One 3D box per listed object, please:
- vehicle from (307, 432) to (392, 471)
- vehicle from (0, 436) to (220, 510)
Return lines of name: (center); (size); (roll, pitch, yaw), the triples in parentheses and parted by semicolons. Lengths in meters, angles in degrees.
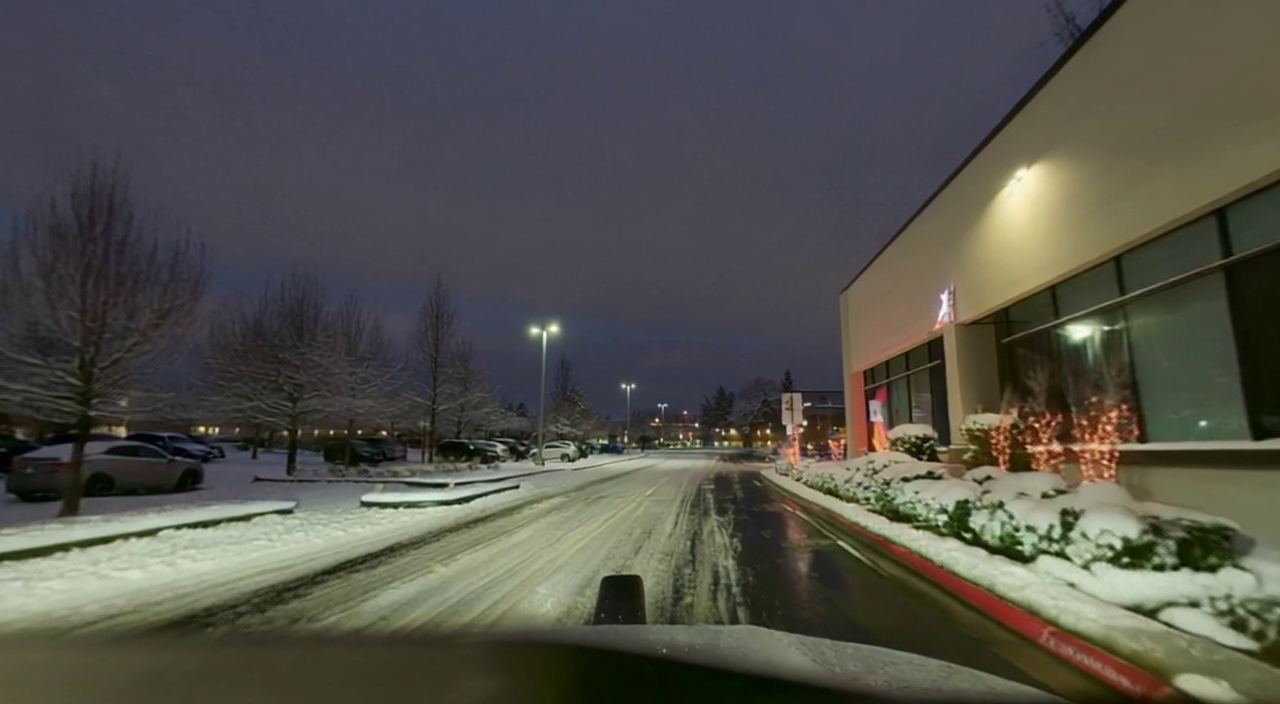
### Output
vehicle: (-15.640, 5.390, 34.308); (1.972, 1.923, 4.535); (-1, -9, 7)
vehicle: (-12.513, 2.750, 14.871); (1.847, 1.443, 4.484); (-1, -9, 6)
